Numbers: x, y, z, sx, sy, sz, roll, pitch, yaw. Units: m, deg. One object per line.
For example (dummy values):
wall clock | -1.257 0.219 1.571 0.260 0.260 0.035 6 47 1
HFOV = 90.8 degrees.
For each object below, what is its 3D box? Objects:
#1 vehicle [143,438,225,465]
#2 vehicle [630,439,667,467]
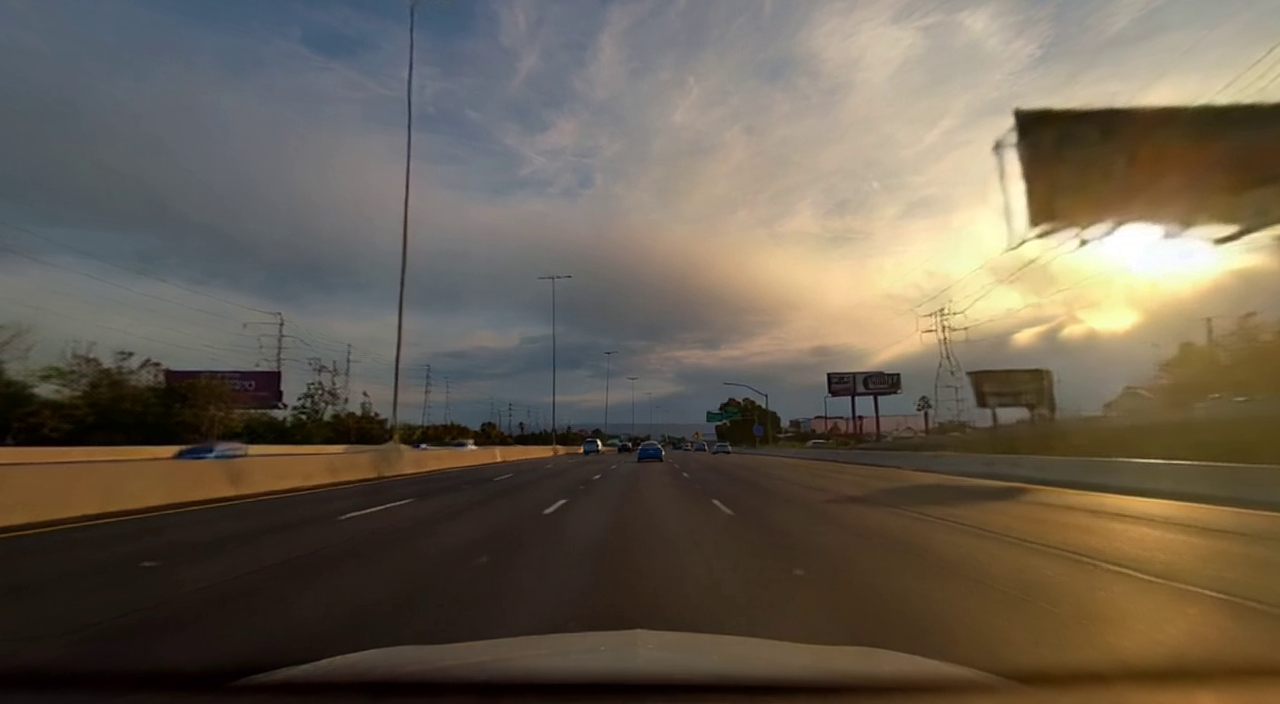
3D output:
vehicle | -26.538 5.794 36.927 1.848 1.486 3.811 -1 -8 2
vehicle | 0.541 5.966 37.547 2.074 1.574 3.971 0 -8 1
